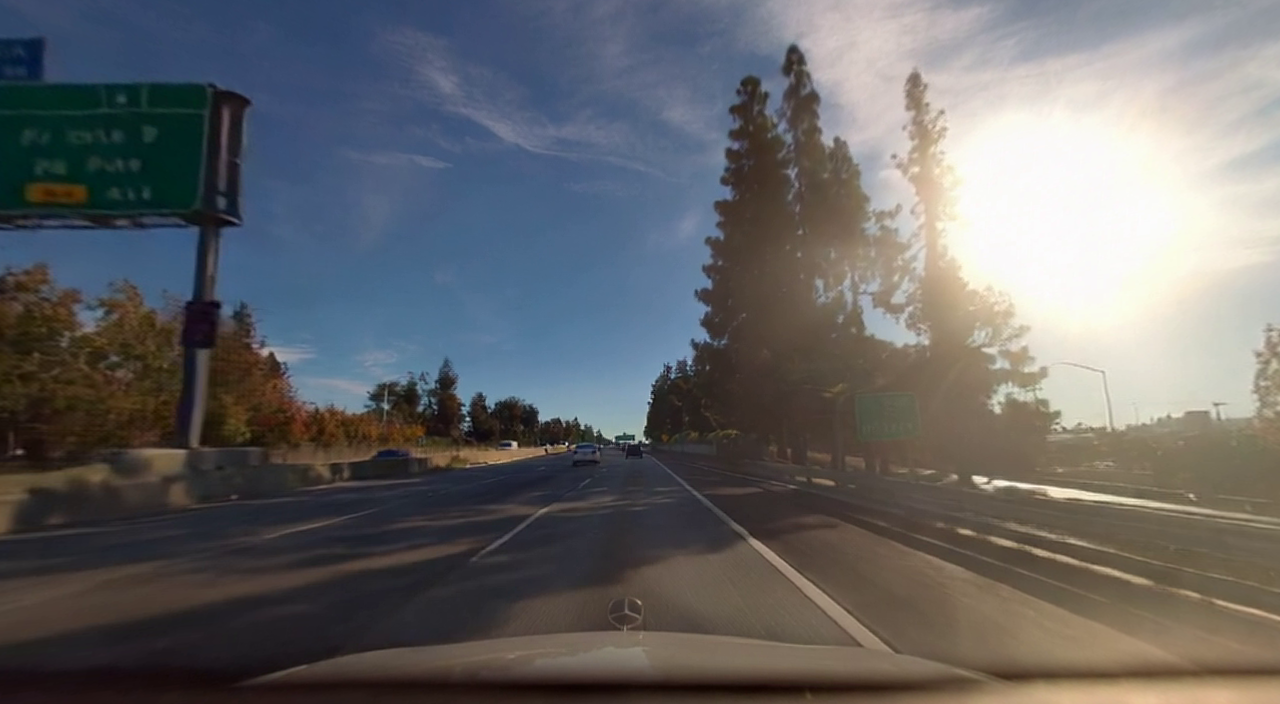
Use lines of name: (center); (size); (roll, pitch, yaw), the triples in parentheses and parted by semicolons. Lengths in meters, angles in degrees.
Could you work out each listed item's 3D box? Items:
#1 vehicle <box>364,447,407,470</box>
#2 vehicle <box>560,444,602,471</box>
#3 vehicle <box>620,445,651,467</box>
vehicle: (-16.939, 7.090, 42.139); (1.457, 1.357, 3.245); (0, -8, 0)
vehicle: (-3.512, 6.370, 38.408); (2.067, 1.509, 4.551); (0, -8, 0)
vehicle: (-0.330, 7.360, 44.853); (2.100, 1.471, 3.956); (0, -8, 0)
